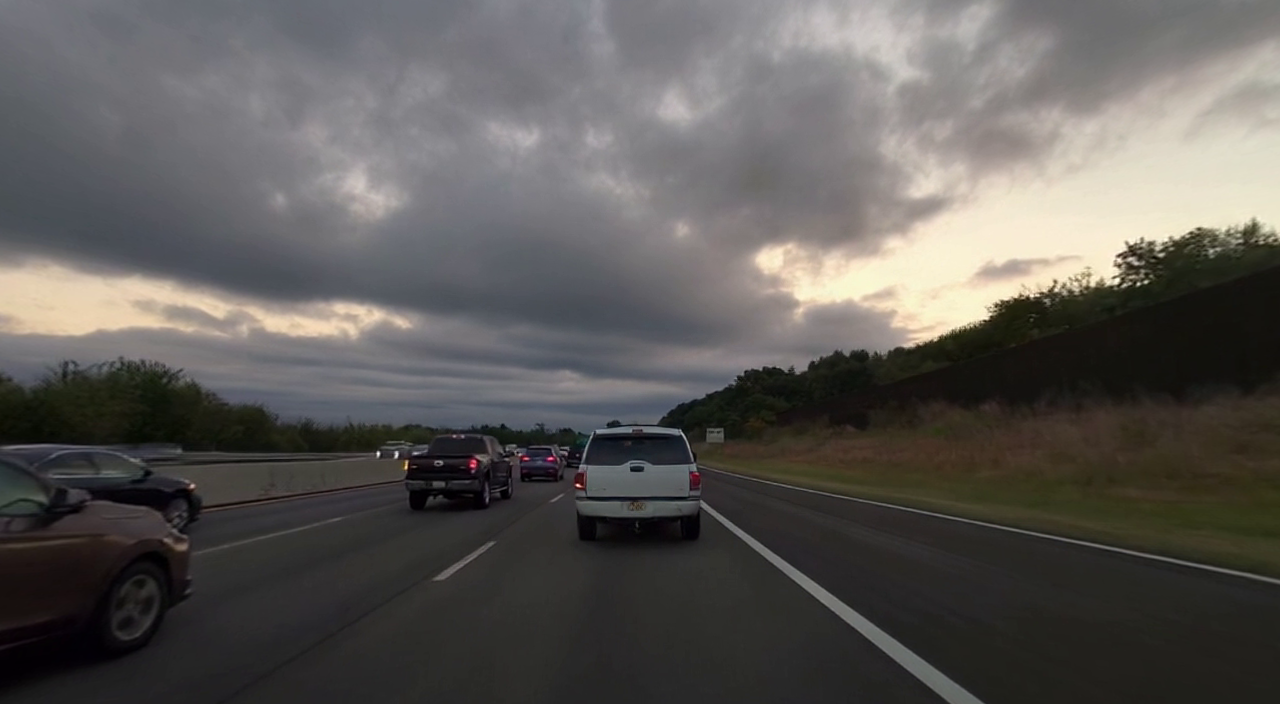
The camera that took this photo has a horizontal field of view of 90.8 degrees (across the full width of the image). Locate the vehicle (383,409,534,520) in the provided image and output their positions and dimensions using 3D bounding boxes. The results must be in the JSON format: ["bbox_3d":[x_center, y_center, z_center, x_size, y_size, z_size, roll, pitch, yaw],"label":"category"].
[{"bbox_3d":[-3.950,2.574,14.790,2.055,2.144,4.782,-1,-9,1],"label":"vehicle"}]

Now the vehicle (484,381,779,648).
[{"bbox_3d":[-0.095,1.359,6.073,1.995,1.798,3.380,0,-9,-1],"label":"vehicle"}]

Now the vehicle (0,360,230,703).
[{"bbox_3d":[-3.872,0.779,1.869,2.205,1.719,4.595,0,-9,0],"label":"vehicle"}]
